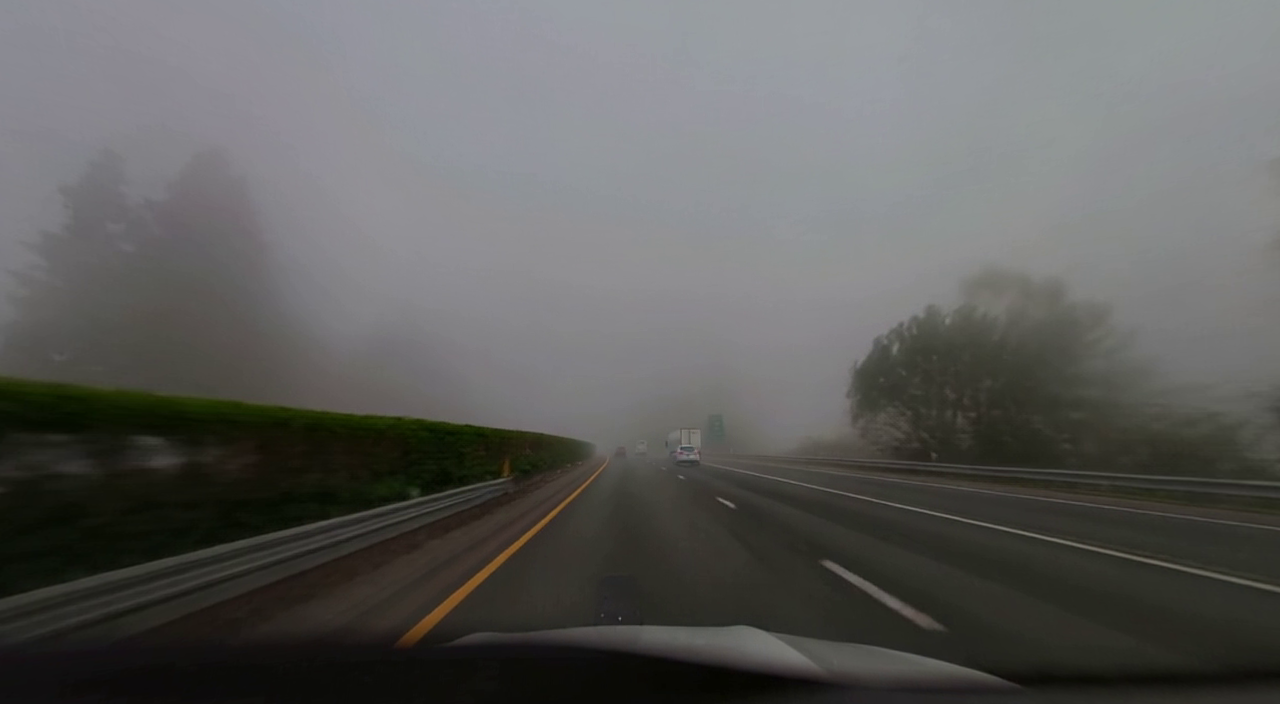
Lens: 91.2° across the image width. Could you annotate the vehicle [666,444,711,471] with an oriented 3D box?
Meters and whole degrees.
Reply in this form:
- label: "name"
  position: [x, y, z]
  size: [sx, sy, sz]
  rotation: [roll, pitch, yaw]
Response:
- label: "vehicle"
  position: [2.888, 6.390, 38.126]
  size: [2.244, 1.498, 4.338]
  rotation: [0, -9, -2]
